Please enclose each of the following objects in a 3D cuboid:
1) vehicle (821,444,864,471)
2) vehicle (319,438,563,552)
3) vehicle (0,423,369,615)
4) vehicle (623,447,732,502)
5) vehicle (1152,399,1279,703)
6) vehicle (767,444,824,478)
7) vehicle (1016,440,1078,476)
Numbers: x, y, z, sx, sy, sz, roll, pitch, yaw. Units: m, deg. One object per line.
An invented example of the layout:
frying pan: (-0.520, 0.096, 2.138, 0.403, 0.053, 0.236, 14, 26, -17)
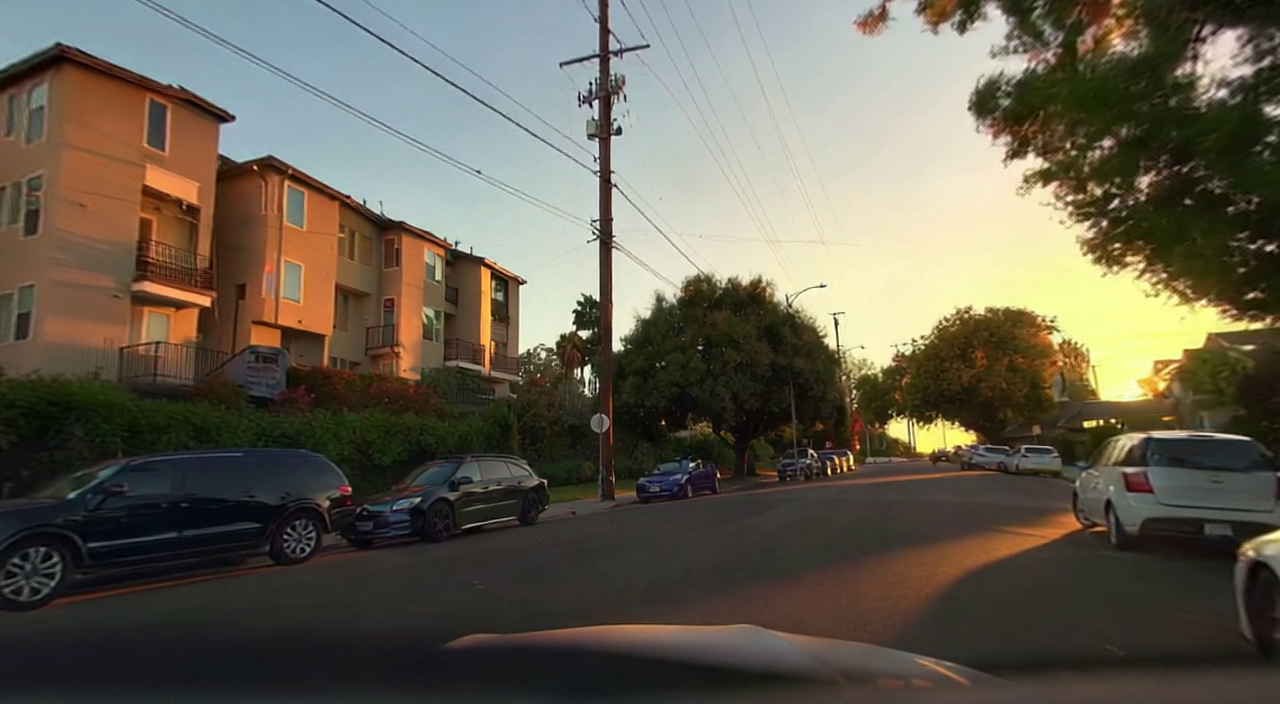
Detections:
vehicle: (15.305, 7.985, 47.583, 1.953, 1.699, 4.234, -11, -16, 29)
vehicle: (-3.766, 2.810, 12.825, 2.068, 1.745, 4.579, -11, -14, 25)
vehicle: (-6.344, 2.045, 8.197, 1.973, 1.848, 5.100, -12, -13, 25)
vehicle: (1.493, 4.434, 23.230, 2.017, 1.582, 4.664, -12, -13, 28)
vehicle: (3.741, 0.925, 2.338, 2.030, 1.535, 4.683, -5, -10, 29)
vehicle: (9.063, 6.256, 36.557, 2.011, 1.801, 4.676, -5, -10, 28)
vehicle: (18.596, 4.824, 29.022, 1.964, 1.515, 4.055, -5, -9, 28)
